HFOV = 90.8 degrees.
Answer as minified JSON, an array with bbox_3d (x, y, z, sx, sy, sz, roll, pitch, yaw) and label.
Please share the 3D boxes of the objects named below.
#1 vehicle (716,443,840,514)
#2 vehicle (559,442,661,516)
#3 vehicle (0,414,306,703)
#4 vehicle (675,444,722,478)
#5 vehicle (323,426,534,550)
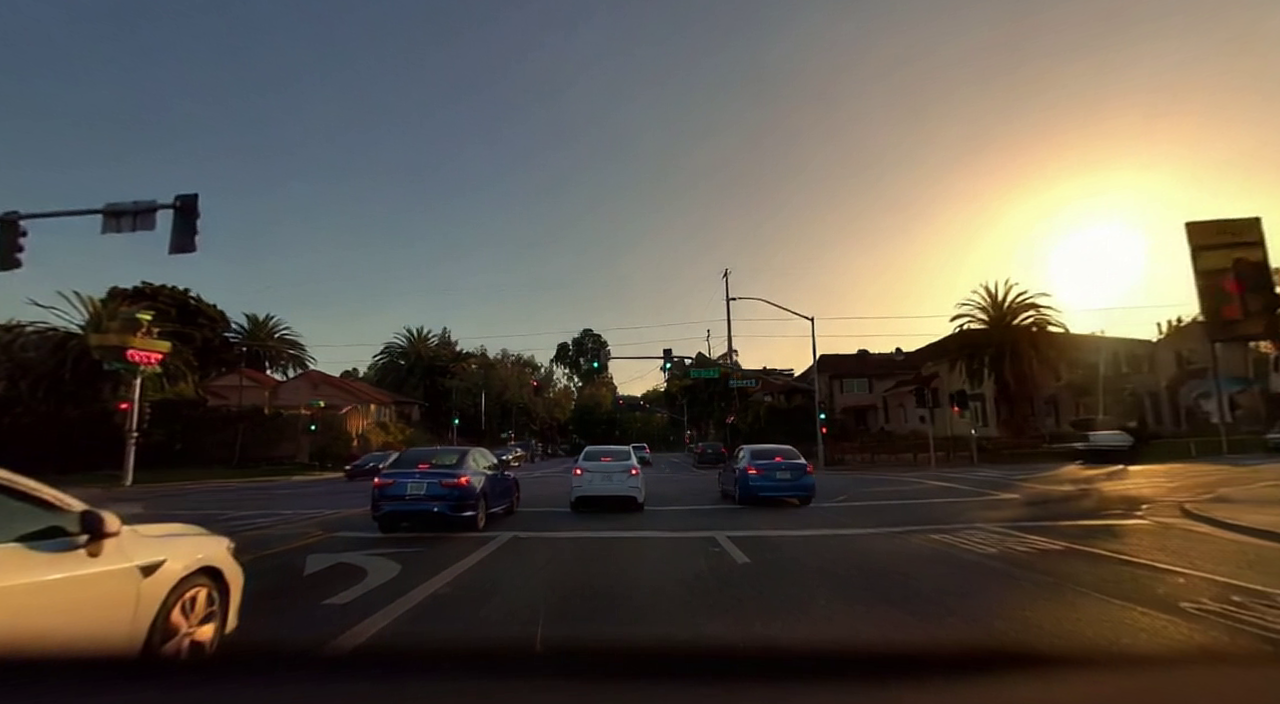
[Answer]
[{"bbox_3d":[3.190,3.008,15.601,2.014,1.464,4.312,0,-8,-1],"label":"vehicle"},{"bbox_3d":[-0.610,2.898,14.940,2.104,1.500,3.815,0,-8,0],"label":"vehicle"},{"bbox_3d":[-3.650,1.006,2.607,2.058,1.474,4.473,0,-8,0],"label":"vehicle"},{"bbox_3d":[2.921,5.573,32.557,1.956,1.615,4.205,0,-8,-1],"label":"vehicle"},{"bbox_3d":[-3.305,2.223,11.071,2.024,1.701,4.572,0,-8,1],"label":"vehicle"}]
